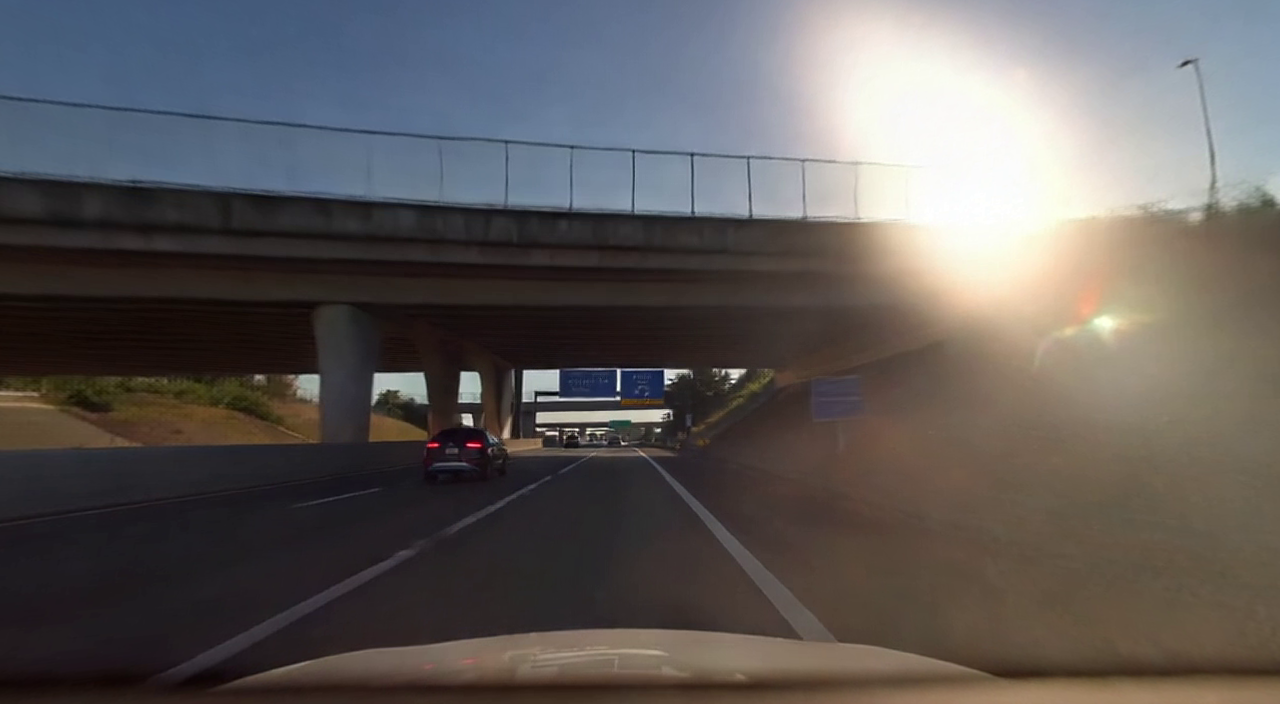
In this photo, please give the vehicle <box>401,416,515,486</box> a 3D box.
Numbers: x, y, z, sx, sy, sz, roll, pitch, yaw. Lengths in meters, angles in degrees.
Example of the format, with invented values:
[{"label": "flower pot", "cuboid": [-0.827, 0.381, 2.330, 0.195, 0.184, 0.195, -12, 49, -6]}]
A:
[{"label": "vehicle", "cuboid": [-4.962, 2.749, 17.804, 2.007, 1.727, 4.040, 0, -8, 0]}]
